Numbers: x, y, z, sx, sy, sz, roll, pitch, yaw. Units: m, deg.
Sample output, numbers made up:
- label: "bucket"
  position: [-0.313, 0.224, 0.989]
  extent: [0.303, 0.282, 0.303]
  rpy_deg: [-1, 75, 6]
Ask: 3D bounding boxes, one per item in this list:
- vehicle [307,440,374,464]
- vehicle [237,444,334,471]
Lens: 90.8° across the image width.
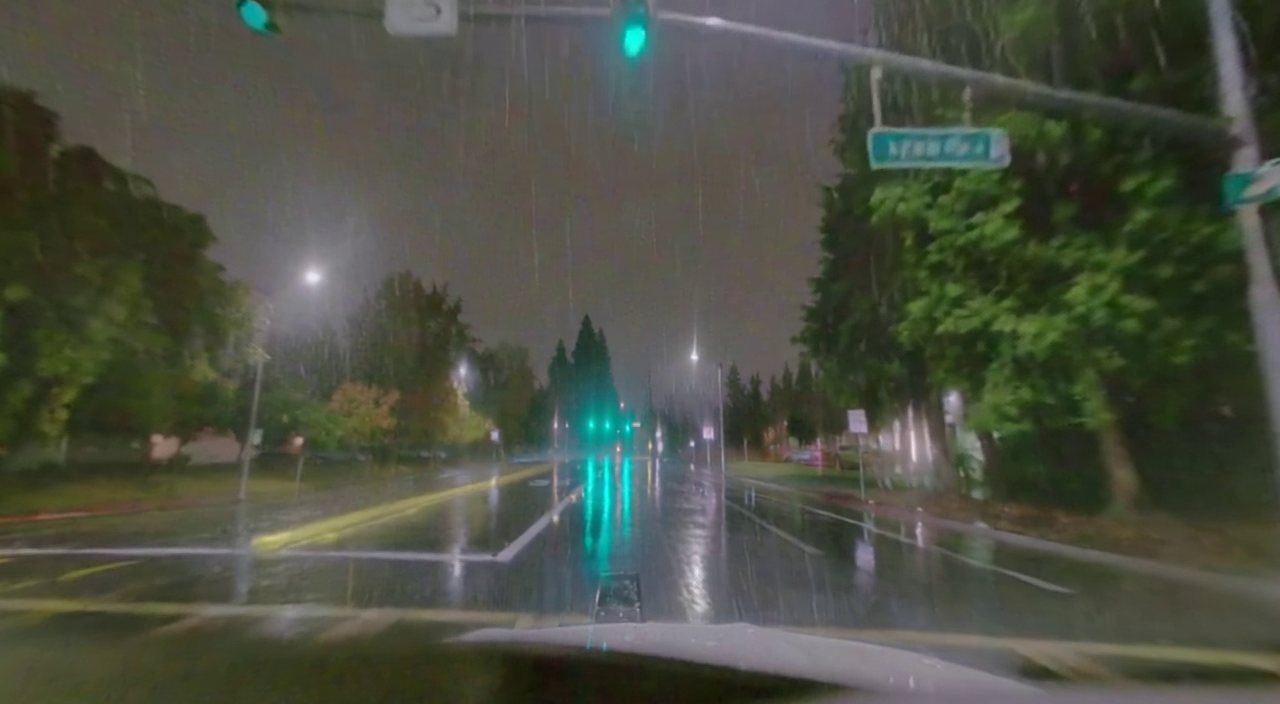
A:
- label: "vehicle"
  position: [-21.883, 7.339, 46.217]
  extent: [3.886, 1.641, 1.850]
  rpy_deg: [1, -10, -1]
- label: "vehicle"
  position: [-20.848, 6.202, 37.238]
  extent: [4.536, 1.502, 1.975]
  rpy_deg: [-1, -9, 4]
